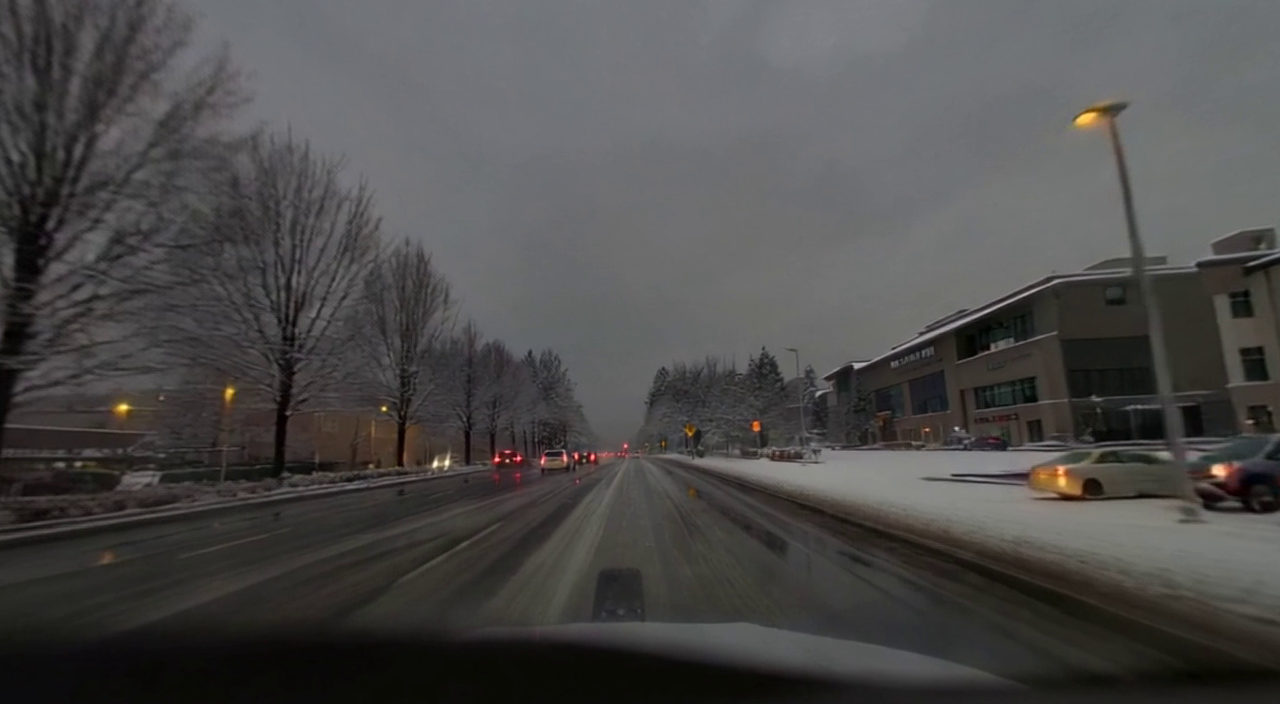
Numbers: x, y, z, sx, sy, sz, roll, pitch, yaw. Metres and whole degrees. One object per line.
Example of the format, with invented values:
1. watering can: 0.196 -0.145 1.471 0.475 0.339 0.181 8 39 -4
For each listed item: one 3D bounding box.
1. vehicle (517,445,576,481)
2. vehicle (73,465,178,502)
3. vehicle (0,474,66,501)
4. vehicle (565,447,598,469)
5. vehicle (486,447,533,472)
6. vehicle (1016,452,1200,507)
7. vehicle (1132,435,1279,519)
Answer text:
1. vehicle: -4.194 5.075 29.153 2.011 1.483 4.596 -1 -8 0
2. vehicle: -27.184 6.929 33.610 1.758 1.566 4.531 -4 -8 1
3. vehicle: -44.053 9.609 44.615 4.728 1.668 2.240 -2 -9 -2
4. vehicle: -4.160 7.609 45.578 1.971 1.414 4.317 0 -8 0
5. vehicle: -8.406 6.995 41.232 1.976 1.497 4.709 0 -8 1
6. vehicle: 12.366 3.353 16.861 3.467 1.349 1.839 1 -8 -4
7. vehicle: 12.433 2.349 12.123 4.372 1.445 1.928 1 -8 -2
